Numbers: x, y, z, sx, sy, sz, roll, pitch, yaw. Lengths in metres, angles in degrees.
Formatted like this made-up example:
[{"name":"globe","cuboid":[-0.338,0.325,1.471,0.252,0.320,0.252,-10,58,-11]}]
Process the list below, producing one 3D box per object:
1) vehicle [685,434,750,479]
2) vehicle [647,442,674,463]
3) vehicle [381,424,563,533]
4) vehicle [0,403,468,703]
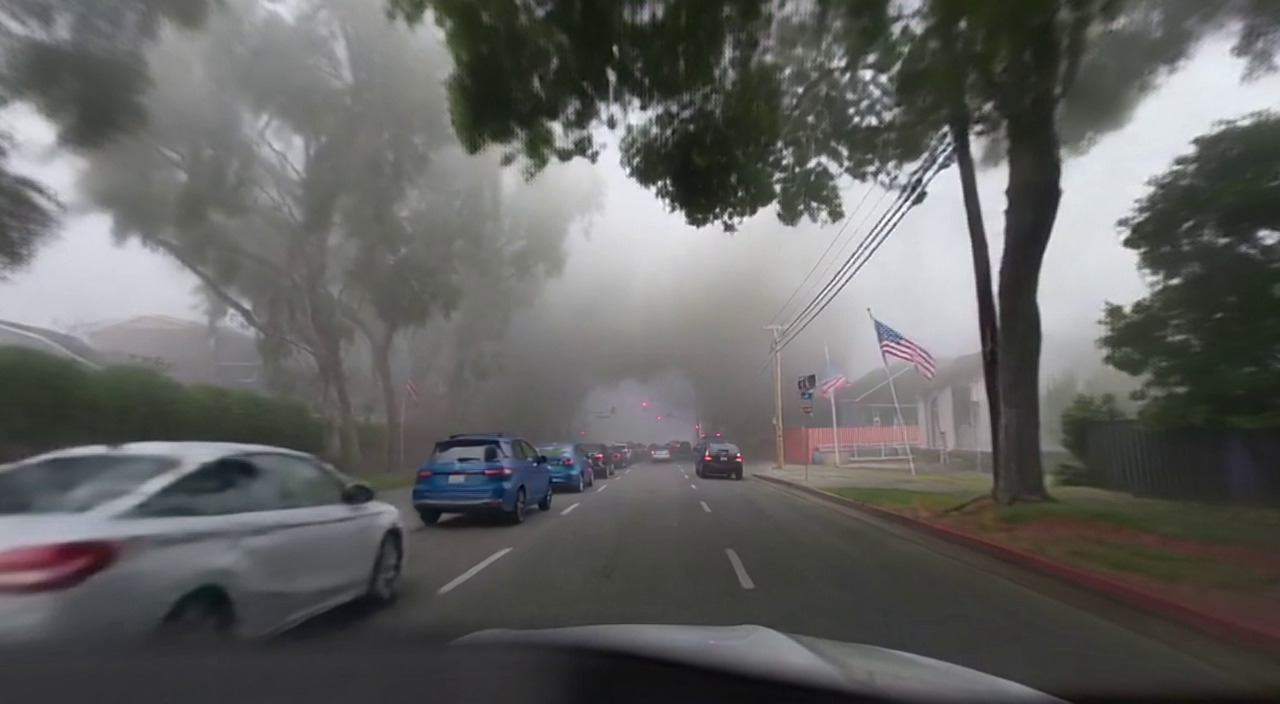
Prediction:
[{"name":"vehicle","cuboid":[3.131,4.353,26.564,2.258,1.682,4.635,0,-9,1]},{"name":"vehicle","cuboid":[1.531,7.407,46.632,1.927,1.453,3.848,-1,-9,3]},{"name":"vehicle","cuboid":[-2.842,2.273,11.936,1.971,1.639,4.487,-1,-9,3]},{"name":"vehicle","cuboid":[-2.762,1.228,4.323,1.807,1.475,3.952,-1,-9,4]}]
